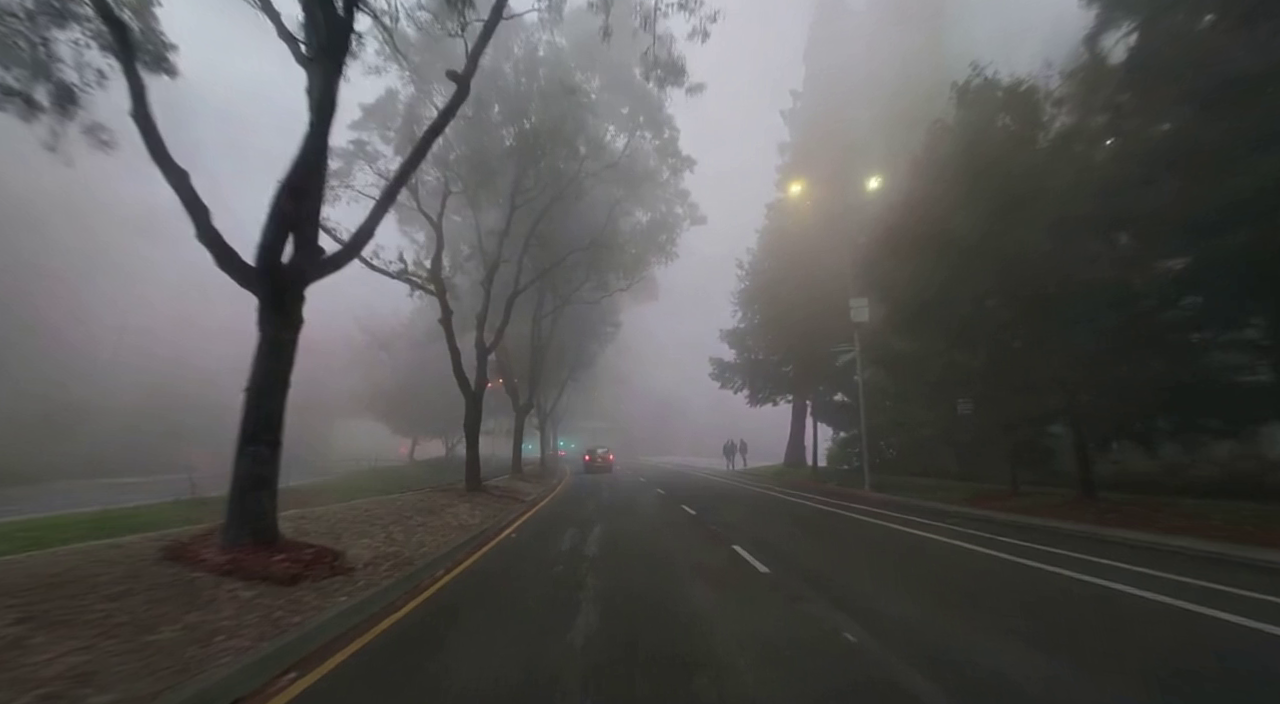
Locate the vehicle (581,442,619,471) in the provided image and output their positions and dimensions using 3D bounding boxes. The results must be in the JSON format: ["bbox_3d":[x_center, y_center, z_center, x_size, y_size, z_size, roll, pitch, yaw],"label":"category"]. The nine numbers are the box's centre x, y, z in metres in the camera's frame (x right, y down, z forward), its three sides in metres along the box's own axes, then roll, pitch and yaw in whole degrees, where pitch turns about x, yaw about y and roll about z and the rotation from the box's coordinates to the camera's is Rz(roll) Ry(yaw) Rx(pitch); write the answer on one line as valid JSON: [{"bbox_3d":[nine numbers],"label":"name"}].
[{"bbox_3d":[-2.591,6.638,40.270,2.184,1.713,4.231,1,-9,-6],"label":"vehicle"}]
